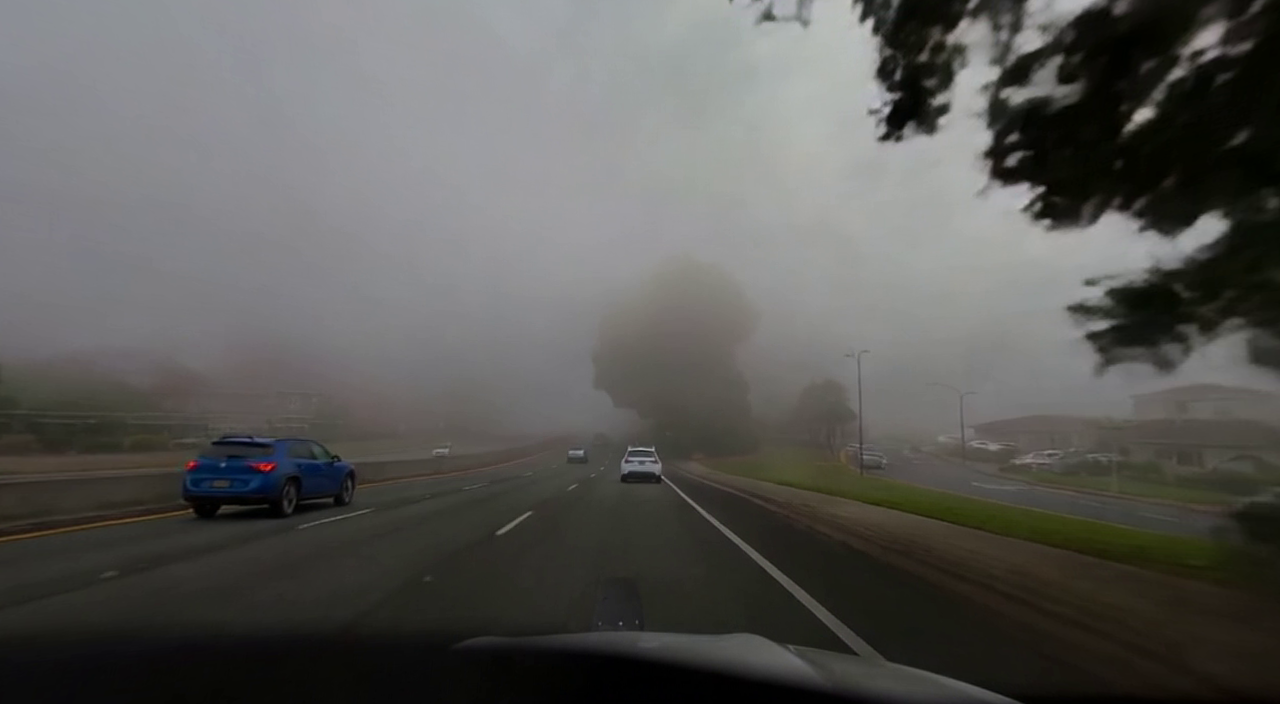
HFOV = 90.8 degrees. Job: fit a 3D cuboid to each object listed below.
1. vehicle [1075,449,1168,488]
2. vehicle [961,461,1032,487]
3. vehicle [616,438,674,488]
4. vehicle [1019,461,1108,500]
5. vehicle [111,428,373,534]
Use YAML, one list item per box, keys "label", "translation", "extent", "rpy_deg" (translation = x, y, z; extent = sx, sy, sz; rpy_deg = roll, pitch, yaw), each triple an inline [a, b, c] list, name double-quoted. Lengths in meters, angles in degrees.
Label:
- label: "vehicle"
  translation: [34.096, 8.220, 44.885]
  extent: [4.850, 1.840, 1.939]
  rpy_deg: [5, 0, 22]
- label: "vehicle"
  translation: [25.315, 8.669, 45.051]
  extent: [1.862, 1.481, 4.503]
  rpy_deg: [0, -7, -9]
- label: "vehicle"
  translation: [0.179, 4.511, 25.924]
  extent: [2.125, 1.830, 4.370]
  rpy_deg: [-1, -9, 0]
- label: "vehicle"
  translation: [25.965, 7.866, 38.932]
  extent: [1.975, 1.950, 4.526]
  rpy_deg: [-1, -7, -6]
- label: "vehicle"
  translation: [-7.438, 2.452, 12.674]
  extent: [1.997, 1.650, 5.090]
  rpy_deg: [-1, -9, -1]
